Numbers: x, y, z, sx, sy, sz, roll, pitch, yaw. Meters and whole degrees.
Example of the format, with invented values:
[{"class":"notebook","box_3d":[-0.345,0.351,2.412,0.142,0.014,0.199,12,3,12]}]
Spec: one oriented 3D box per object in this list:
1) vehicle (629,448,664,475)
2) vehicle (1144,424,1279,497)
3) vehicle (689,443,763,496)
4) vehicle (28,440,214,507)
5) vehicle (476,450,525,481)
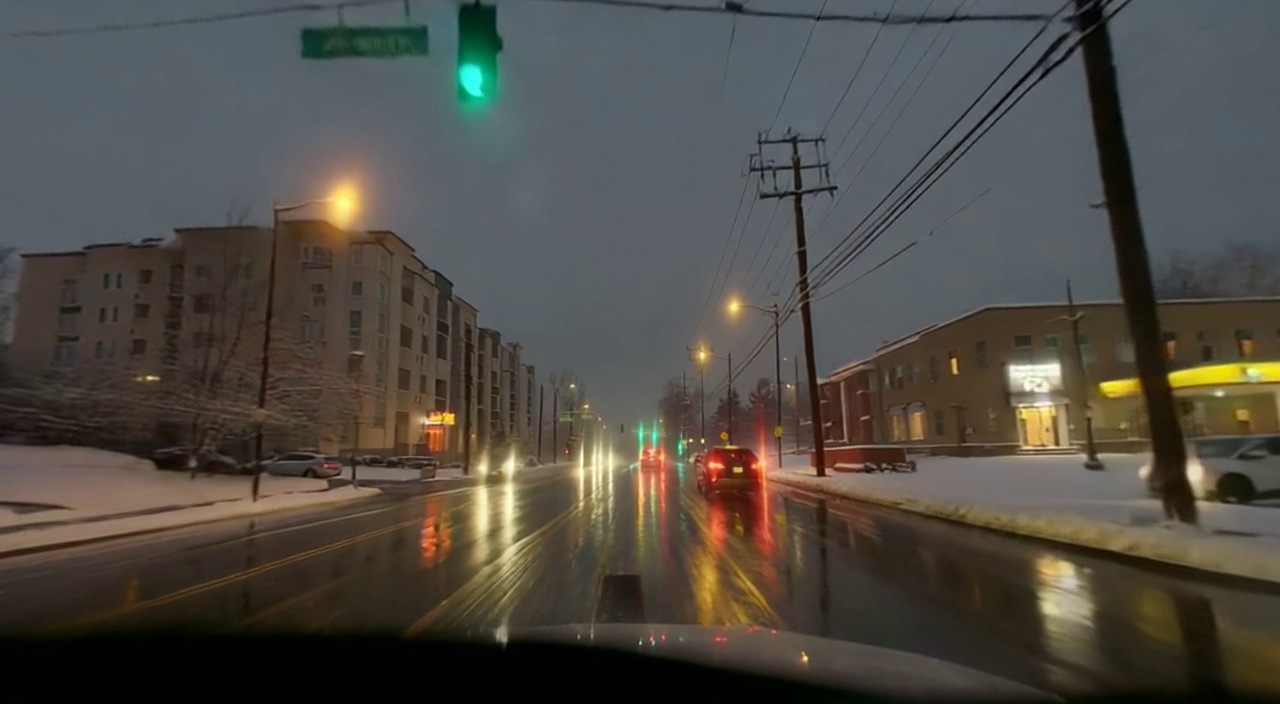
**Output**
[{"class":"vehicle","box_3d":[0.425,6.658,38.637,1.999,1.487,3.939,0,-8,1]},{"class":"vehicle","box_3d":[14.141,2.387,14.062,1.846,1.480,4.649,0,-8,-2]},{"class":"vehicle","box_3d":[2.864,3.996,21.982,1.945,1.647,4.160,0,-8,-1]},{"class":"vehicle","box_3d":[-17.587,4.110,21.576,4.592,1.852,2.241,-3,-5,5]},{"class":"vehicle","box_3d":[-8.718,7.090,39.842,2.000,1.796,4.529,0,-8,1]}]
